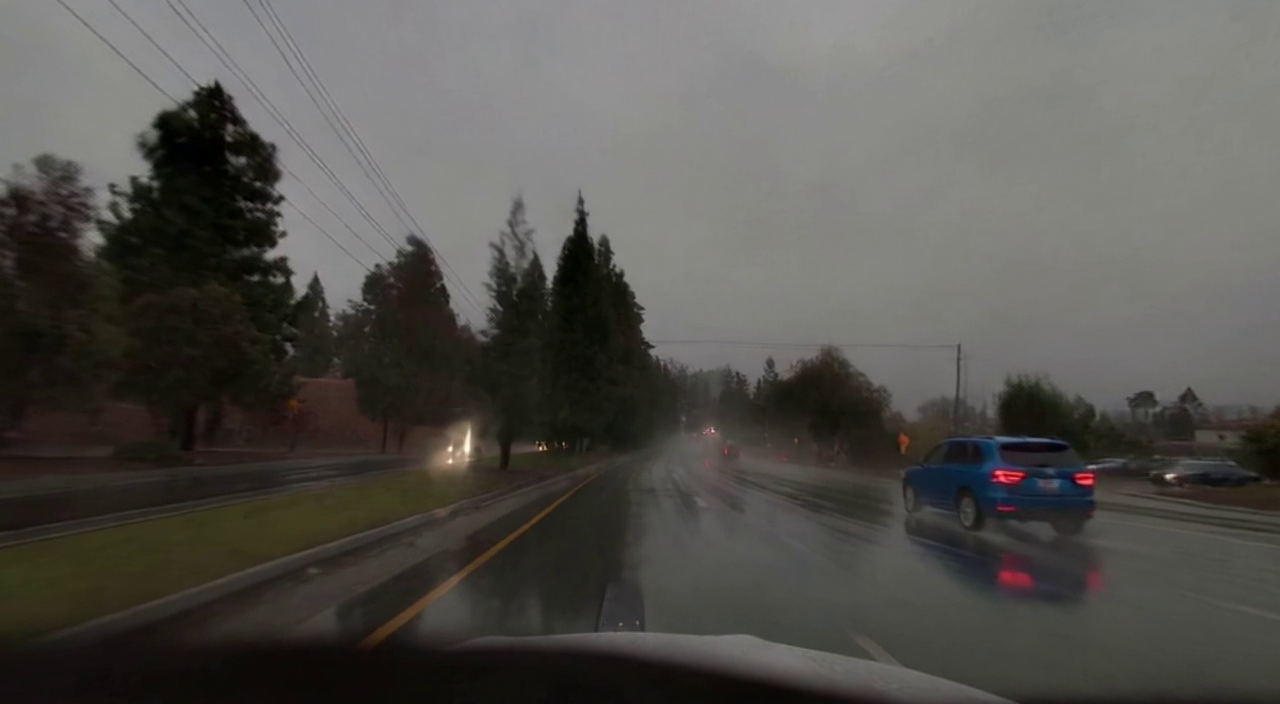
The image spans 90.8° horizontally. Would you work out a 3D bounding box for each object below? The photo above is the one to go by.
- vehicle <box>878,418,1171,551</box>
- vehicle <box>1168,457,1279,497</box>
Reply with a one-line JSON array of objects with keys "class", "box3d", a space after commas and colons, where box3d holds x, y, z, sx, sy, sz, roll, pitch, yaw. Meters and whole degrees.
[{"class": "vehicle", "box3d": [6.794, 2.371, 12.233, 2.331, 1.872, 5.378, -3, -8, 1]}, {"class": "vehicle", "box3d": [30.544, 6.391, 32.496, 4.608, 1.919, 2.056, -1, -8, 7]}]
